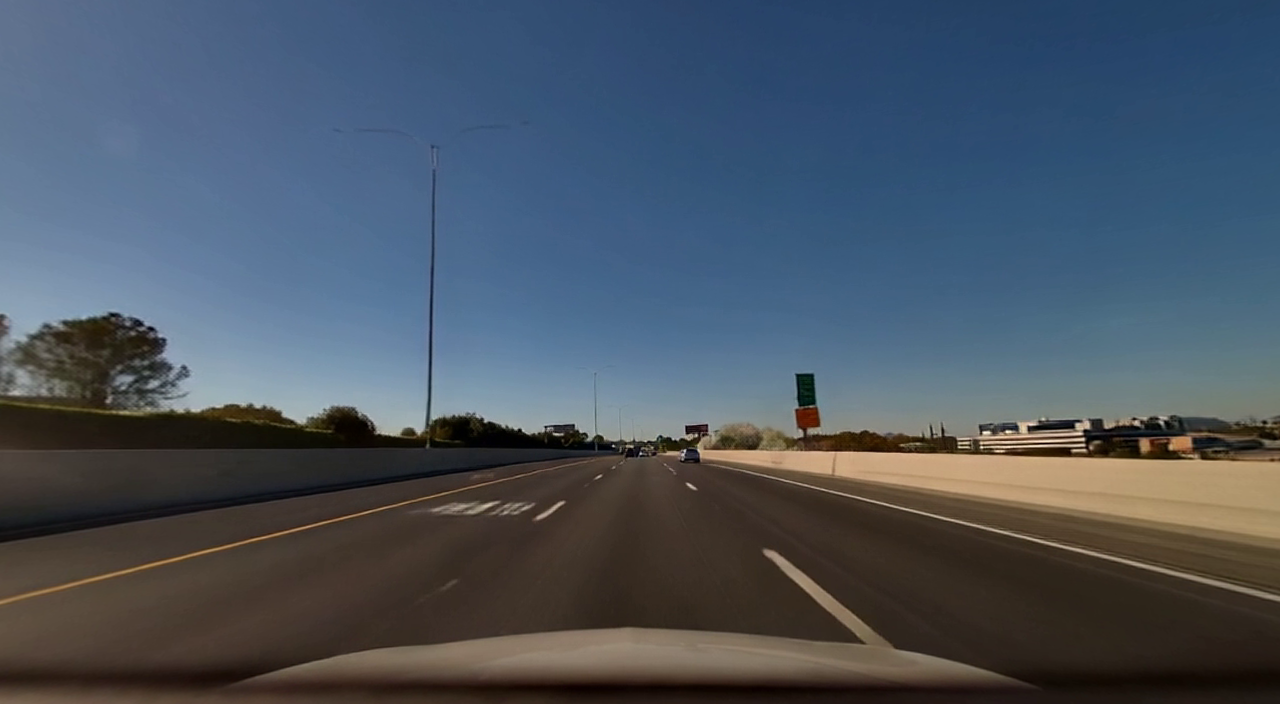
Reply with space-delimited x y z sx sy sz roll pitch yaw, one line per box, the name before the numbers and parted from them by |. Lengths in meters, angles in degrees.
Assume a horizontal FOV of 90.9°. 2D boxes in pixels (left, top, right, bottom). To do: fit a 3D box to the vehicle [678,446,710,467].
vehicle | 4.075 7.918 48.128 2.003 1.520 4.058 0 -8 0
